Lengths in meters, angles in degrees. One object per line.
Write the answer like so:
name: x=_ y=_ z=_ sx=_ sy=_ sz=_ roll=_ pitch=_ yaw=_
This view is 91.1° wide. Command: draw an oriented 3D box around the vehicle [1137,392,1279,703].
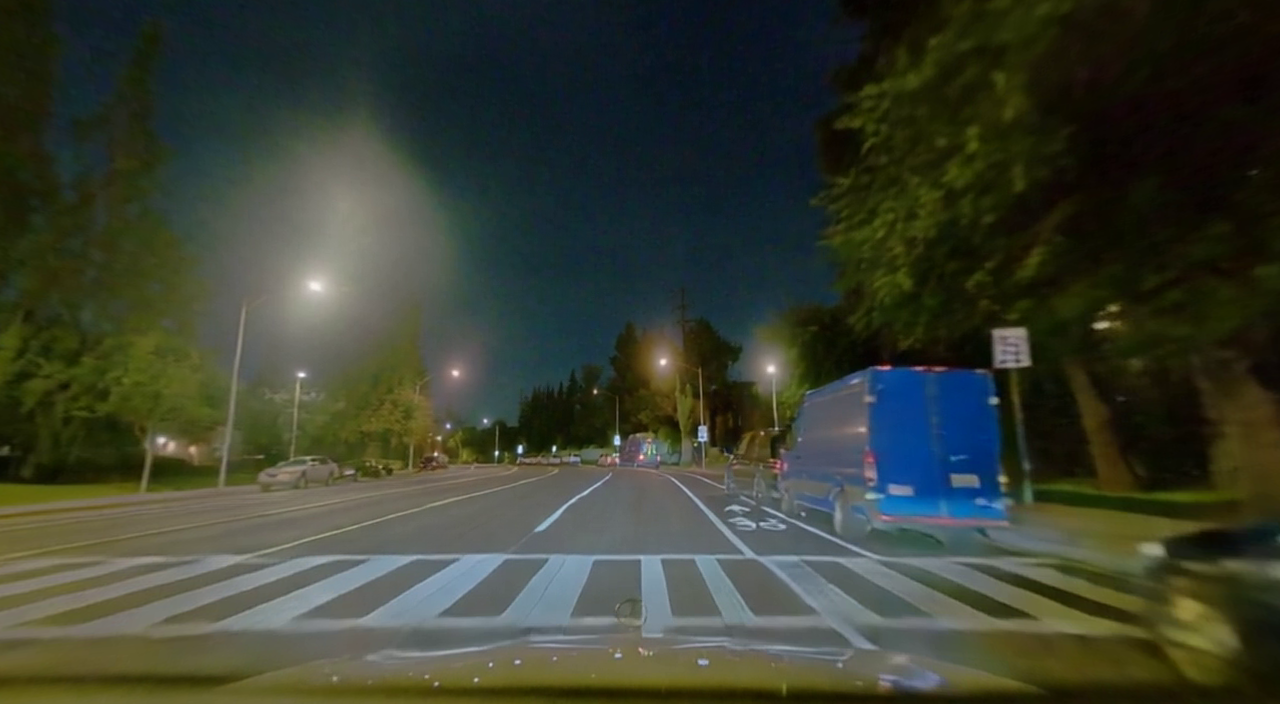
vehicle: x=4.055 y=0.835 z=1.800 sx=1.970 sy=1.640 sz=4.087 roll=0 pitch=-9 yaw=2

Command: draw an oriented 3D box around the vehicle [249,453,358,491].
vehicle: x=-14.864 y=5.307 z=28.109 sx=1.990 sy=1.487 sz=4.767 roll=0 pitch=-9 yaw=3

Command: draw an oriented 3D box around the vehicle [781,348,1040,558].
vehicle: x=4.416 y=1.827 z=11.684 sx=2.229 sy=2.912 sz=5.697 roll=0 pitch=-9 yaw=0

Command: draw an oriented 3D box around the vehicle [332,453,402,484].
vehicle: x=-14.878 y=6.325 z=34.505 sx=1.934 sy=1.480 sz=4.510 roll=-2 pitch=-9 yaw=-1
